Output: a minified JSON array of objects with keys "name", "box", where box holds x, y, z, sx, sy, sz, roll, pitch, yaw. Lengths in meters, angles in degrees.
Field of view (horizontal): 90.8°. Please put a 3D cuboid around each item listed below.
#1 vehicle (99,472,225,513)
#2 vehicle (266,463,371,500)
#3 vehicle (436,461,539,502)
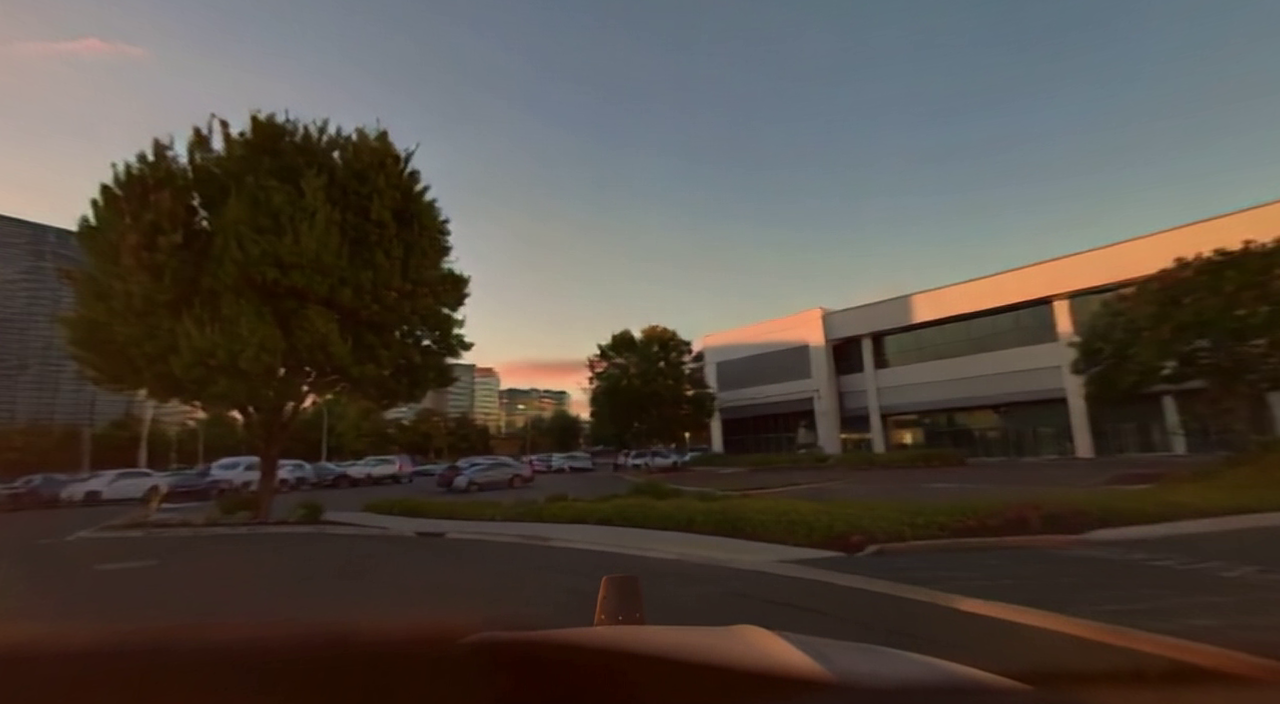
[{"name":"vehicle","box":[-21.489,6.306,28.474,4.622,1.479,1.849,-6,-11,11]},{"name":"vehicle","box":[-19.307,7.782,38.085,5.285,1.837,2.318,-5,-11,9]},{"name":"vehicle","box":[-7.747,6.576,32.187,4.755,1.707,1.889,-6,-11,12]}]
